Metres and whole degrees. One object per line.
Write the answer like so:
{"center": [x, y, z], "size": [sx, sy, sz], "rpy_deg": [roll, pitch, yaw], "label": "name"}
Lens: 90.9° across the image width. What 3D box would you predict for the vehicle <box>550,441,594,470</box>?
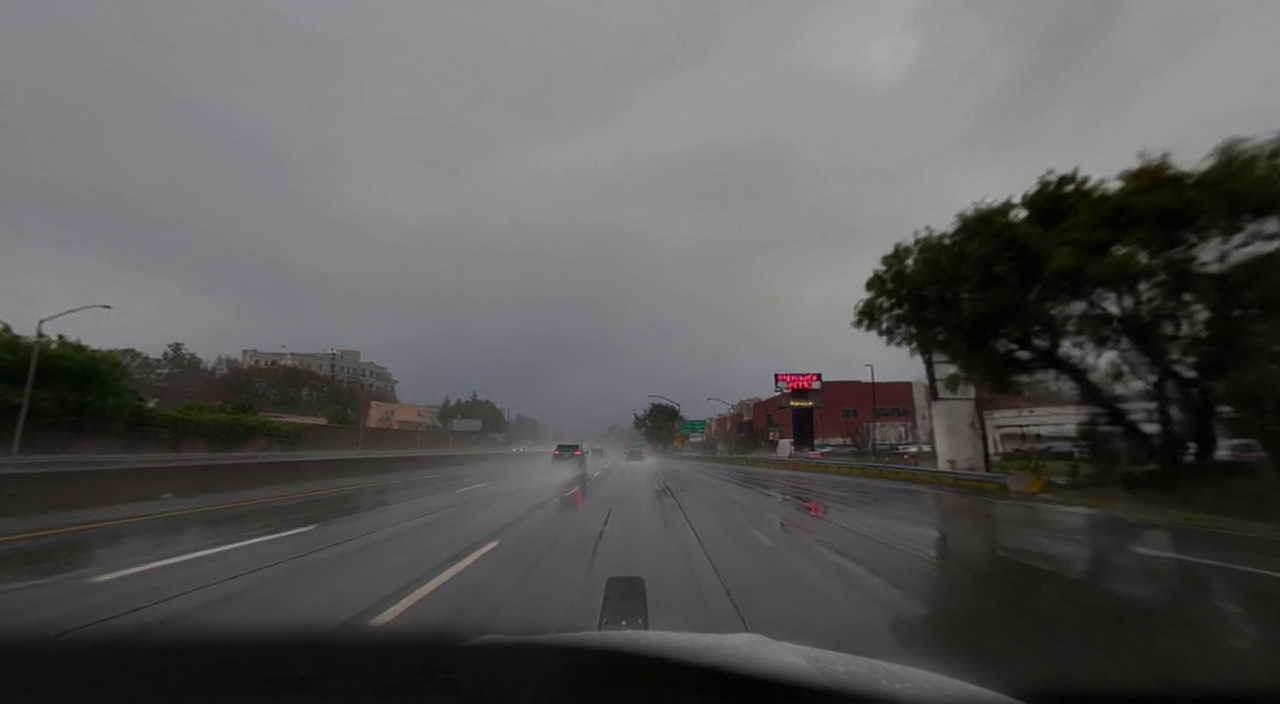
{"center": [-4.336, 6.713, 41.178], "size": [2.236, 1.736, 5.585], "rpy_deg": [0, -8, 0], "label": "vehicle"}
